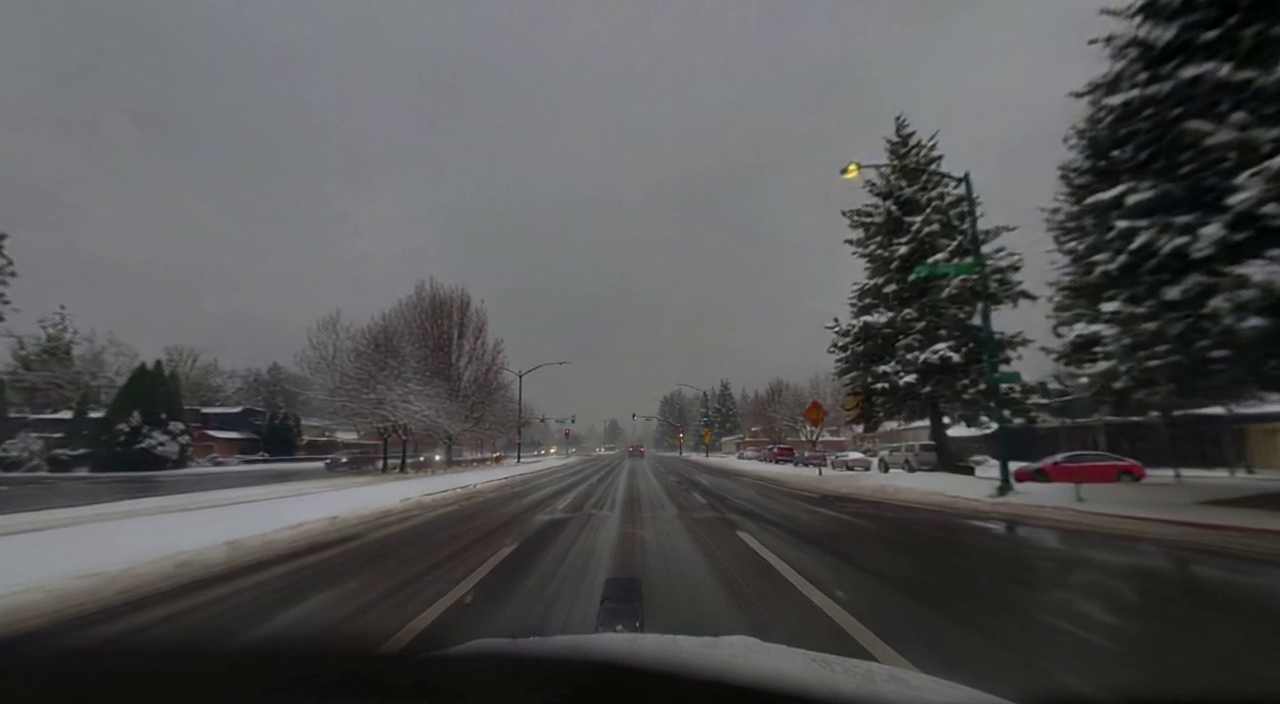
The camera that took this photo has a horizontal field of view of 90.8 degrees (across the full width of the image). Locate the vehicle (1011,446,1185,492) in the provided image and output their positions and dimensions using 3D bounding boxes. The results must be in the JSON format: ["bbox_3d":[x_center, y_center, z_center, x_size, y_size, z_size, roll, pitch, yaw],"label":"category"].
[{"bbox_3d":[15.978,4.063,22.320,1.826,1.420,4.533,5,-10,-32],"label":"vehicle"}]

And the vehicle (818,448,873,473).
[{"bbox_3d":[12.756,6.738,39.529,1.916,1.452,4.651,0,-8,0],"label":"vehicle"}]

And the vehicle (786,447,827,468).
[{"bbox_3d":[12.386,7.900,47.275,1.836,1.448,4.624,-1,-9,1],"label":"vehicle"}]

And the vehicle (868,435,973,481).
[{"bbox_3d":[13.159,4.989,30.121,2.047,1.950,5.112,1,-9,-9],"label":"vehicle"}]
